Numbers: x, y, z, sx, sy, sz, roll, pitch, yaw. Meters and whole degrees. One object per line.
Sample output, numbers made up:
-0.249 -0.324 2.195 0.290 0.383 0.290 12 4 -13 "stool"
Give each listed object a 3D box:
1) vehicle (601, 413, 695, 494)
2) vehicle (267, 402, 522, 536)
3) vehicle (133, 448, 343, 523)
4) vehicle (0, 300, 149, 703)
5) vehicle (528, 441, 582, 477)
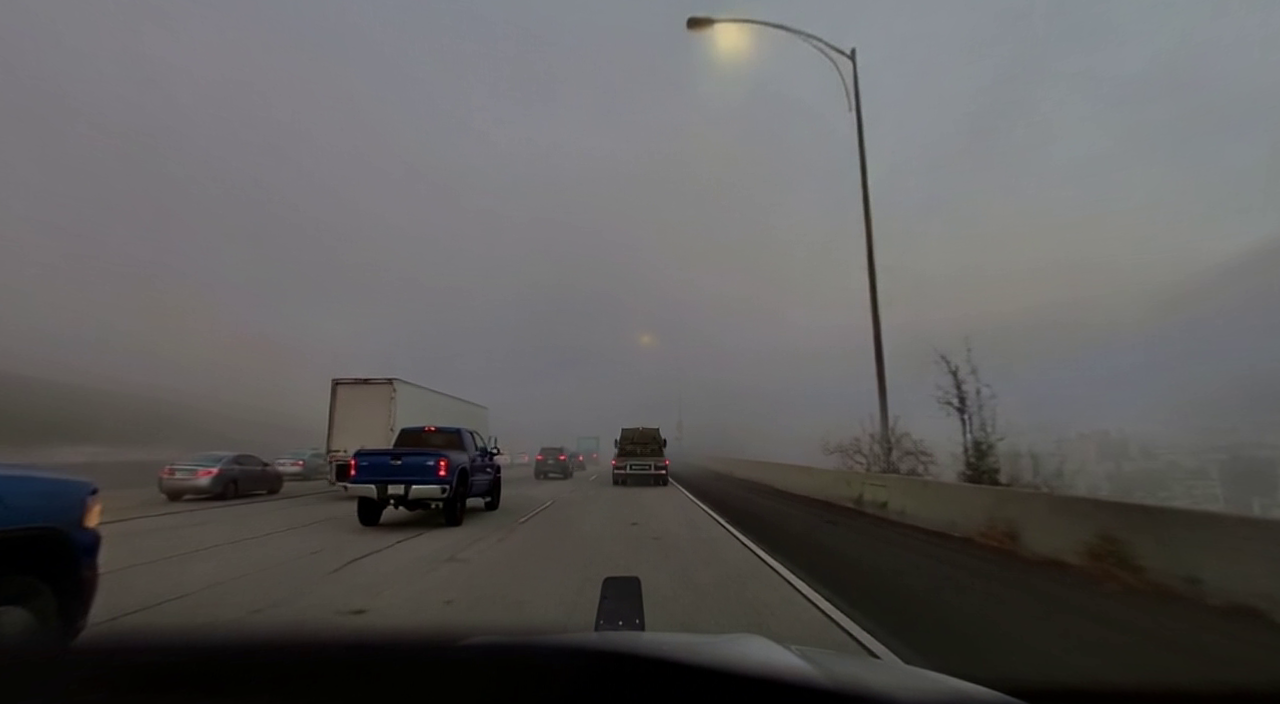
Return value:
0.121 3.702 23.367 2.886 2.471 7.692 0 -9 -2 "vehicle"
-4.167 2.168 12.278 2.575 1.958 5.730 0 -9 1 "vehicle"
-8.683 2.881 14.209 1.893 1.409 4.154 -1 -9 2 "vehicle"
-3.553 0.452 0.439 2.303 1.835 5.044 0 -9 1 "vehicle"
-4.618 5.903 35.118 2.329 1.859 4.823 0 -9 1 "vehicle"
